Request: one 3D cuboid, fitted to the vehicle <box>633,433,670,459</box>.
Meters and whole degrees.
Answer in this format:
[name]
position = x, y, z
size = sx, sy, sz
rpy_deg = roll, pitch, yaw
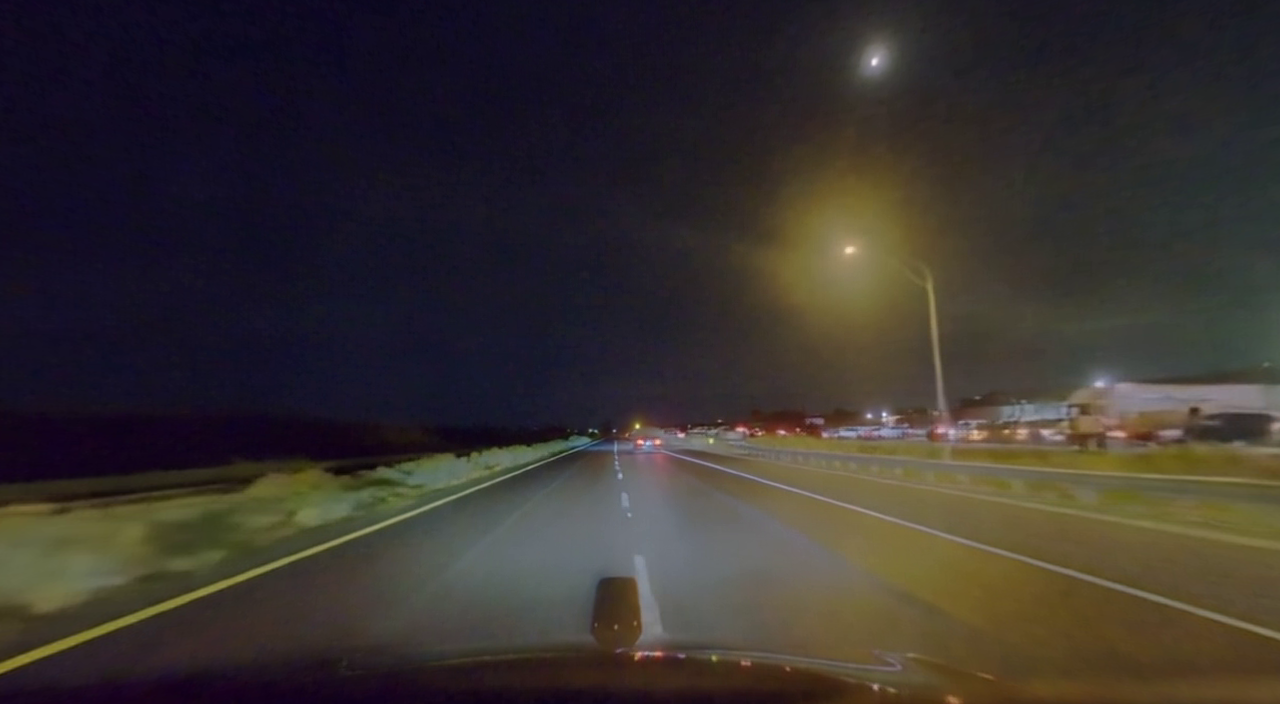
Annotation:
[vehicle]
position = 0.670, 5.961, 40.052
size = 2.037, 1.504, 4.248
rpy_deg = 0, -8, -3
